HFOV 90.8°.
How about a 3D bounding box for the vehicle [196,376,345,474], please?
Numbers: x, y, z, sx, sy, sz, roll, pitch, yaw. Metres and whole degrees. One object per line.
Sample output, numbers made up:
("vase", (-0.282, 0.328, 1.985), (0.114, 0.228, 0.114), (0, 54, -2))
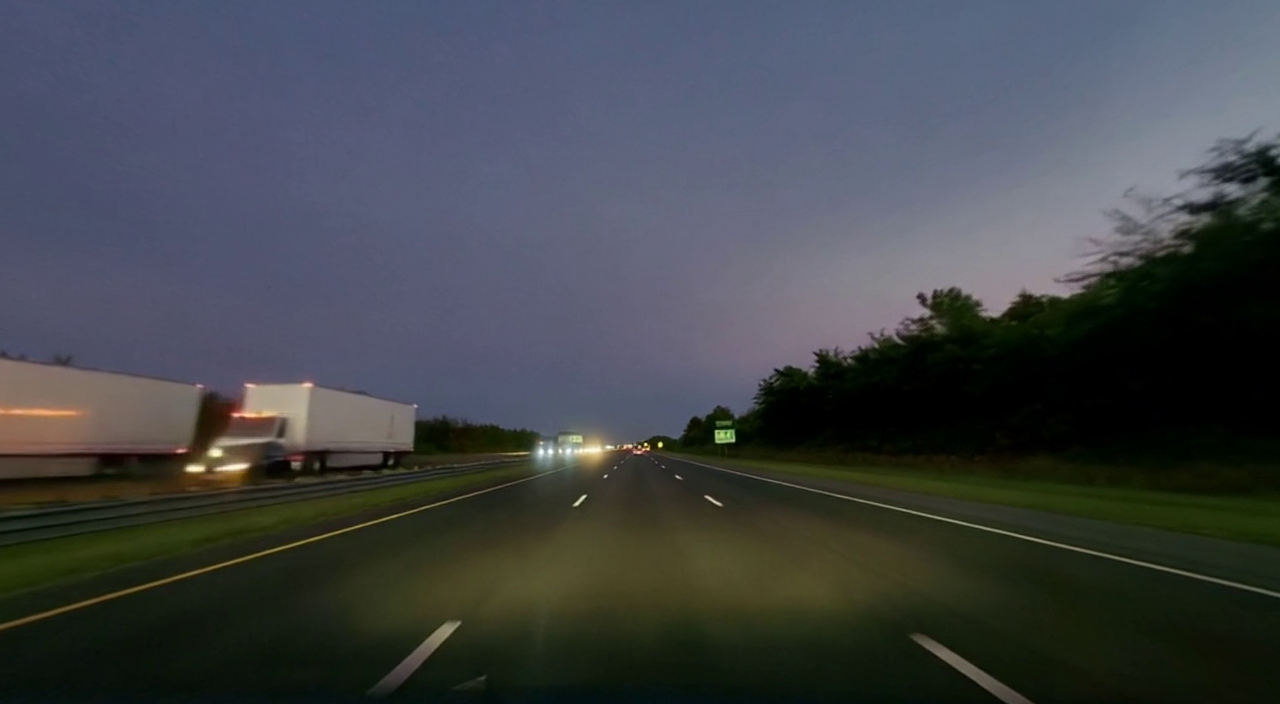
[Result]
("vehicle", (-15.708, 3.269, 27.430), (2.994, 3.812, 5.736), (0, -9, -2))

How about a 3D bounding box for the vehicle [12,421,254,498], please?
("vehicle", (-11.423, 2.470, 14.755), (1.992, 1.503, 4.414), (0, -9, -1))

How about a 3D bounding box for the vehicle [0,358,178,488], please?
("vehicle", (-19.571, 2.255, 19.507), (2.849, 3.641, 10.159), (0, -9, 0))
